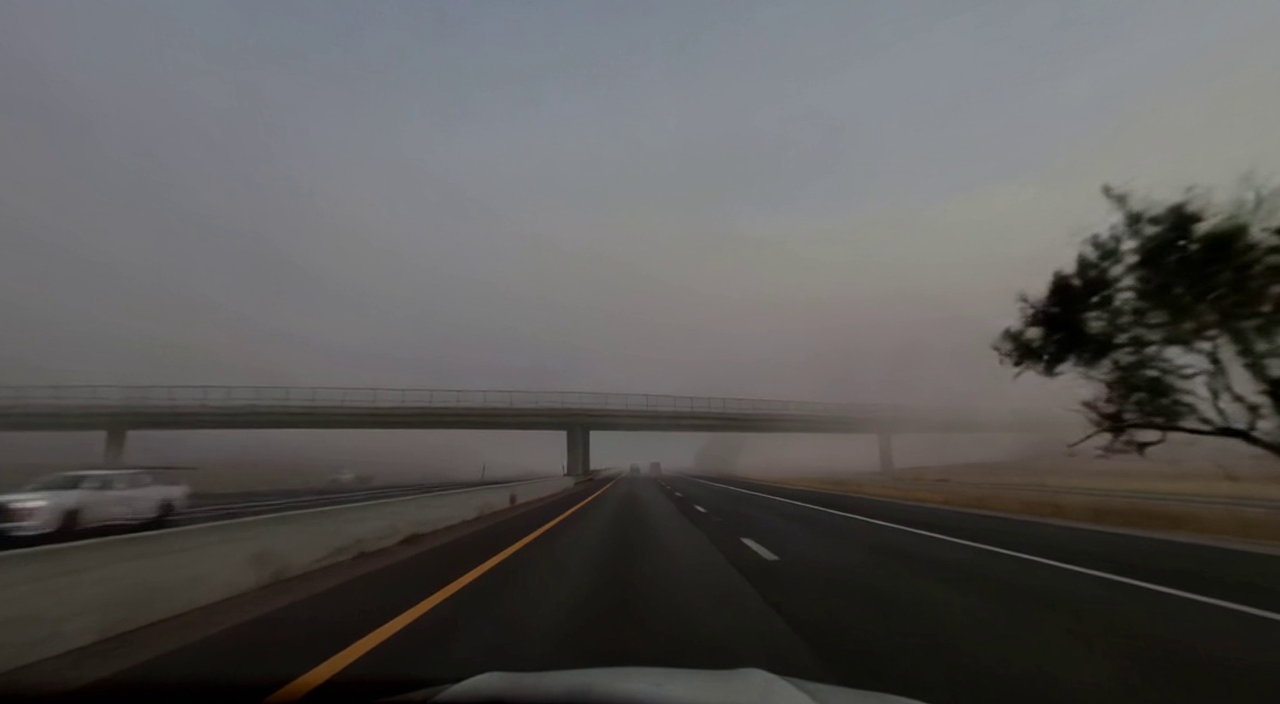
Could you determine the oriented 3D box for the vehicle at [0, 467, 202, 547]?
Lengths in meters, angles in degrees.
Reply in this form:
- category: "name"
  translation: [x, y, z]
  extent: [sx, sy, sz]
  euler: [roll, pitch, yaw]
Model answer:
- category: "vehicle"
  translation: [-12.897, 3.518, 14.887]
  extent: [2.000, 1.564, 4.257]
  euler: [1, -10, 0]
